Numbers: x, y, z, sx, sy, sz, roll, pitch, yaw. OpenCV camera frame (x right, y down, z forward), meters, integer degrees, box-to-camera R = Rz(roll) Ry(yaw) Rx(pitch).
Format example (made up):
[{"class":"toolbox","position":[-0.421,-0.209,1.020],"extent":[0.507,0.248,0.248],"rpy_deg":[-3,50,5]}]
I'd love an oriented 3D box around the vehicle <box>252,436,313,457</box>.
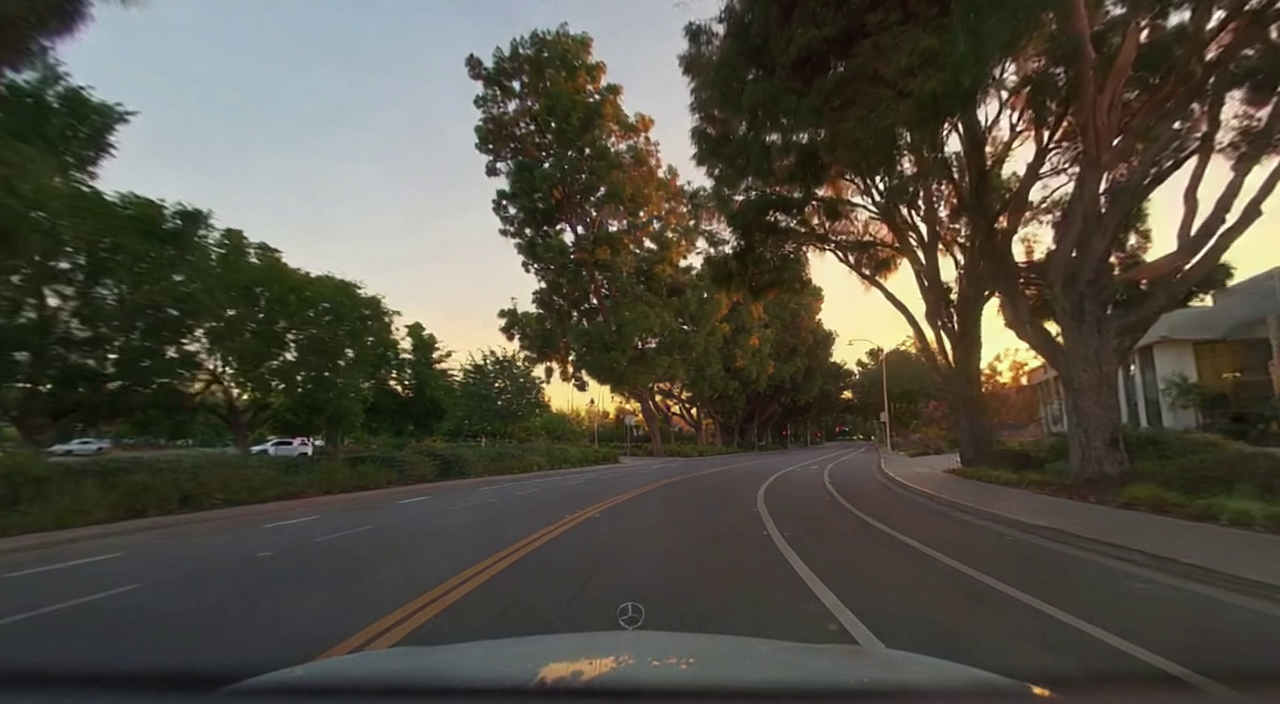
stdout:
[{"class":"vehicle","position":[-25.879,6.902,45.734],"extent":[1.680,1.413,3.616],"rpy_deg":[-4,-10,16]}]
